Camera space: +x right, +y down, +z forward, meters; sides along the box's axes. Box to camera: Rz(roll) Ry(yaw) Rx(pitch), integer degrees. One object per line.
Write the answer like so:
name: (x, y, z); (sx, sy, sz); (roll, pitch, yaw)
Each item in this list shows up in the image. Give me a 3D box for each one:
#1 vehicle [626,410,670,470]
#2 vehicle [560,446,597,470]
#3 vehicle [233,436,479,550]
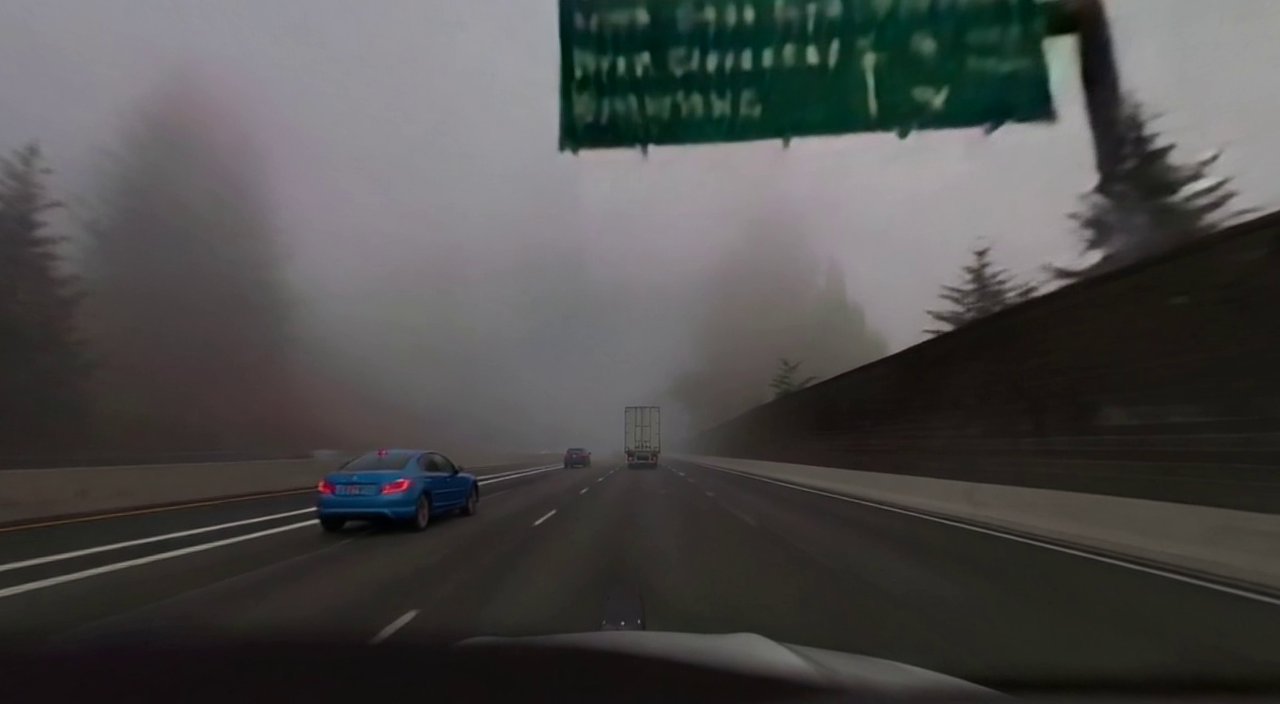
vehicle: (0.563, 6.721, 48.034); (2.980, 4.051, 10.359); (0, -9, 0)
vehicle: (-4.046, 7.015, 41.950); (1.974, 1.531, 4.429); (0, -9, 0)
vehicle: (-4.345, 2.216, 10.698); (1.977, 1.478, 4.702); (0, -9, 0)
